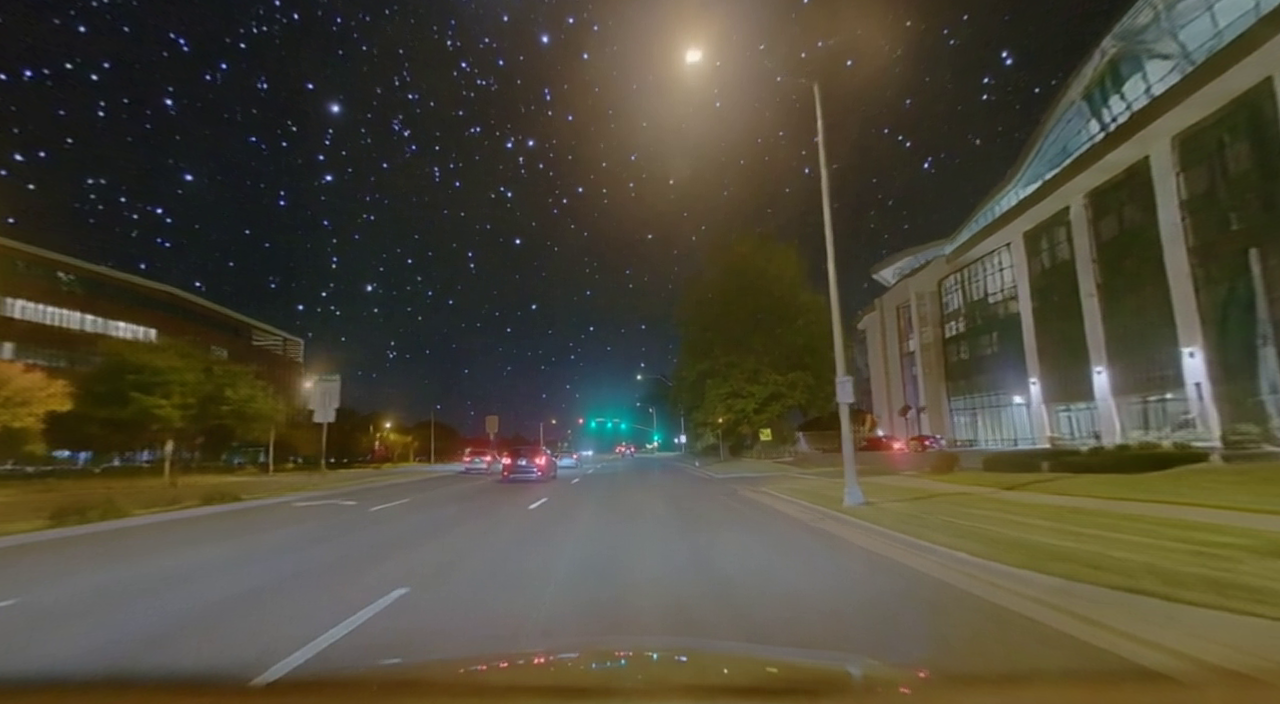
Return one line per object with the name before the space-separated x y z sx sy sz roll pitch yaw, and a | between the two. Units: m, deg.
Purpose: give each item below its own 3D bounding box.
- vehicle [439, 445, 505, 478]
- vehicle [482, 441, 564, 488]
vehicle | -8.161 5.358 31.198 1.976 1.497 4.709 0 -9 0
vehicle | -4.017 3.949 22.526 2.011 1.483 4.596 0 -9 0
